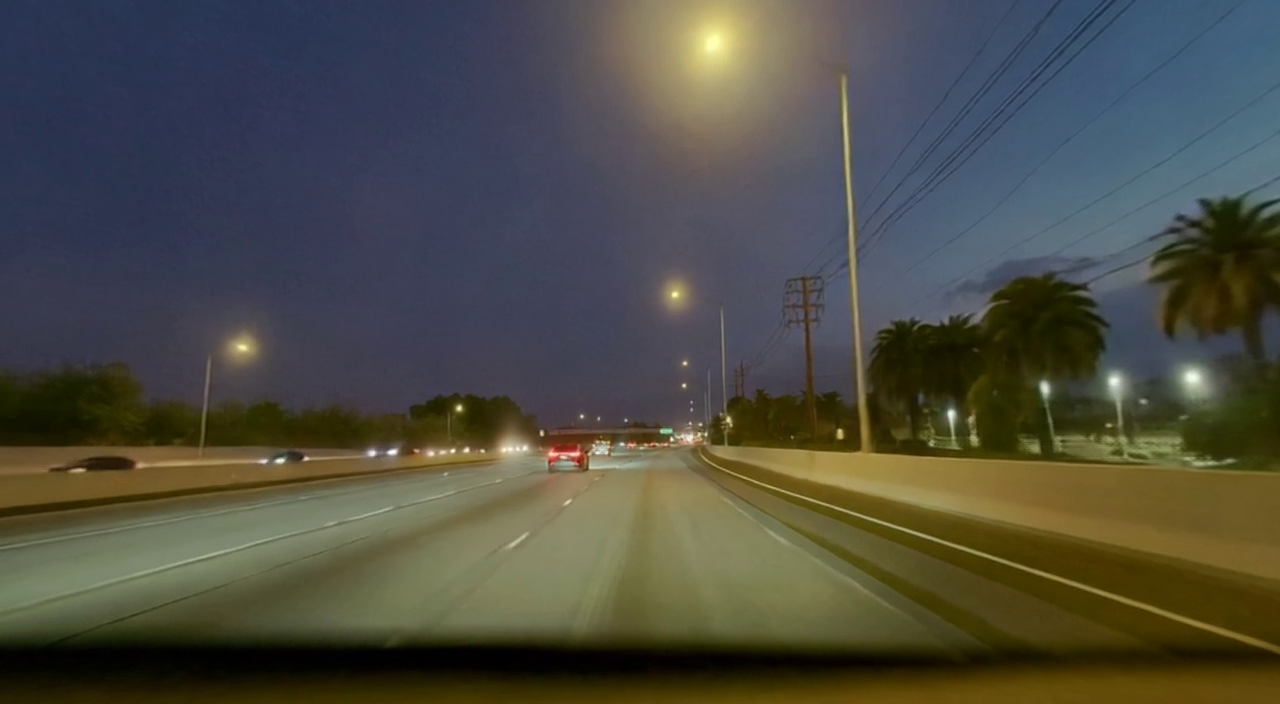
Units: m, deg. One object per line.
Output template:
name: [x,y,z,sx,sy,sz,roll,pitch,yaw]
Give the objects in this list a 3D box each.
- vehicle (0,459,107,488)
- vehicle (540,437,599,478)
vehicle: [-31.522,6.484,33.807,1.866,1.322,4.650,0,-8,0]
vehicle: [-2.958,4.530,27.282,2.029,1.609,3.935,0,-8,1]
